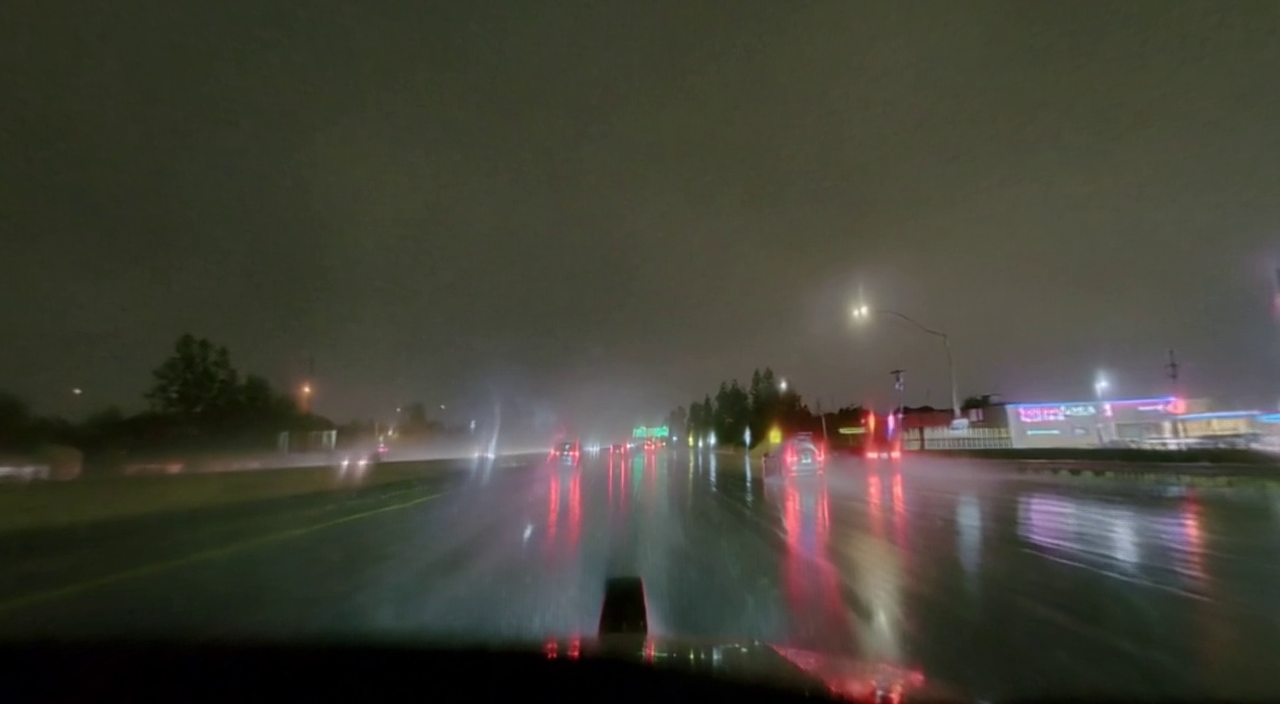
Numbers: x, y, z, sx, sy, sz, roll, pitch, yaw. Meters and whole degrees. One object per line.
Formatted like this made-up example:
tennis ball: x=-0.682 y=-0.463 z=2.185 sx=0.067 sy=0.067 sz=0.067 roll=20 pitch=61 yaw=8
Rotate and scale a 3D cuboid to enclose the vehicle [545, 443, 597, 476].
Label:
vehicle: x=-3.402 y=5.394 z=31.893 sx=2.114 sy=1.510 sz=4.186 roll=-1 pitch=-9 yaw=1
